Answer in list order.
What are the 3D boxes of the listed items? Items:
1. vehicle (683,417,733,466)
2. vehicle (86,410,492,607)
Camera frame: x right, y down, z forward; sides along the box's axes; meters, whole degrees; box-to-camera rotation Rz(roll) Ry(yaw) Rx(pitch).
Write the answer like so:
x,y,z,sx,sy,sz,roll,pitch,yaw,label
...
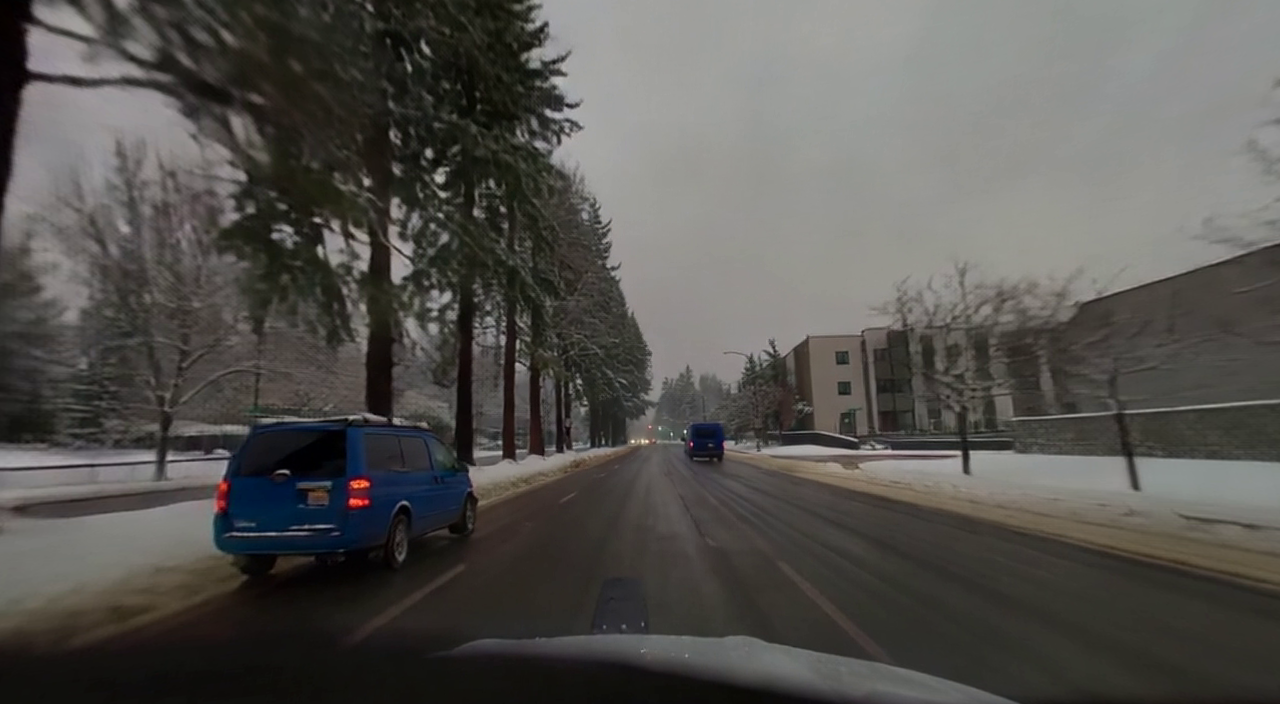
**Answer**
x,y,z,sx,sy,sz,roll,pitch,yaw,label
3.908,5.333,37.442,2.349,2.671,5.744,0,-8,1,vehicle
-3.442,1.624,7.521,2.129,1.602,4.532,0,-8,2,vehicle
